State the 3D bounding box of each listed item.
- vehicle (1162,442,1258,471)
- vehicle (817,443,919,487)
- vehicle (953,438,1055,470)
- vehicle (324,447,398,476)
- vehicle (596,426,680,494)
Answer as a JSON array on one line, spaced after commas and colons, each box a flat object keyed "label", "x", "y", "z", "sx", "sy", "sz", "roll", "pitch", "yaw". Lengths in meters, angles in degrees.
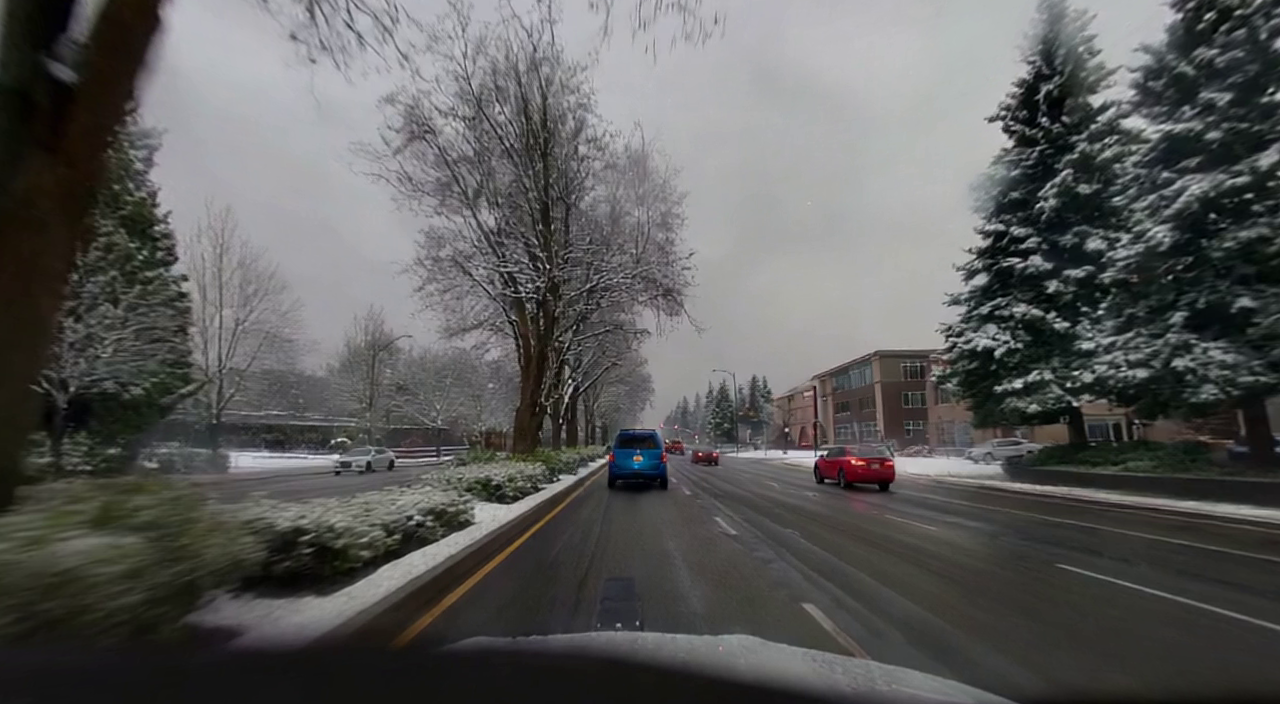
[{"label": "vehicle", "x": 34.680, "y": 6.355, "z": 38.617, "sx": 1.842, "sy": 1.607, "sz": 4.605, "roll": 0, "pitch": -9, "yaw": 5}, {"label": "vehicle", "x": 8.325, "y": 4.163, "z": 23.586, "sx": 2.002, "sy": 1.456, "sz": 4.631, "roll": 0, "pitch": -9, "yaw": -1}, {"label": "vehicle", "x": 19.501, "y": 5.470, "z": 33.962, "sx": 4.333, "sy": 1.521, "sz": 1.824, "roll": -2, "pitch": -7, "yaw": 0}, {"label": "vehicle", "x": -15.372, "y": 6.064, "z": 35.156, "sx": 1.985, "sy": 1.486, "sz": 4.691, "roll": 0, "pitch": -9, "yaw": 0}, {"label": "vehicle", "x": -0.079, "y": 3.250, "z": 19.259, "sx": 2.277, "sy": 1.816, "sz": 4.192, "roll": 0, "pitch": -9, "yaw": -1}]
